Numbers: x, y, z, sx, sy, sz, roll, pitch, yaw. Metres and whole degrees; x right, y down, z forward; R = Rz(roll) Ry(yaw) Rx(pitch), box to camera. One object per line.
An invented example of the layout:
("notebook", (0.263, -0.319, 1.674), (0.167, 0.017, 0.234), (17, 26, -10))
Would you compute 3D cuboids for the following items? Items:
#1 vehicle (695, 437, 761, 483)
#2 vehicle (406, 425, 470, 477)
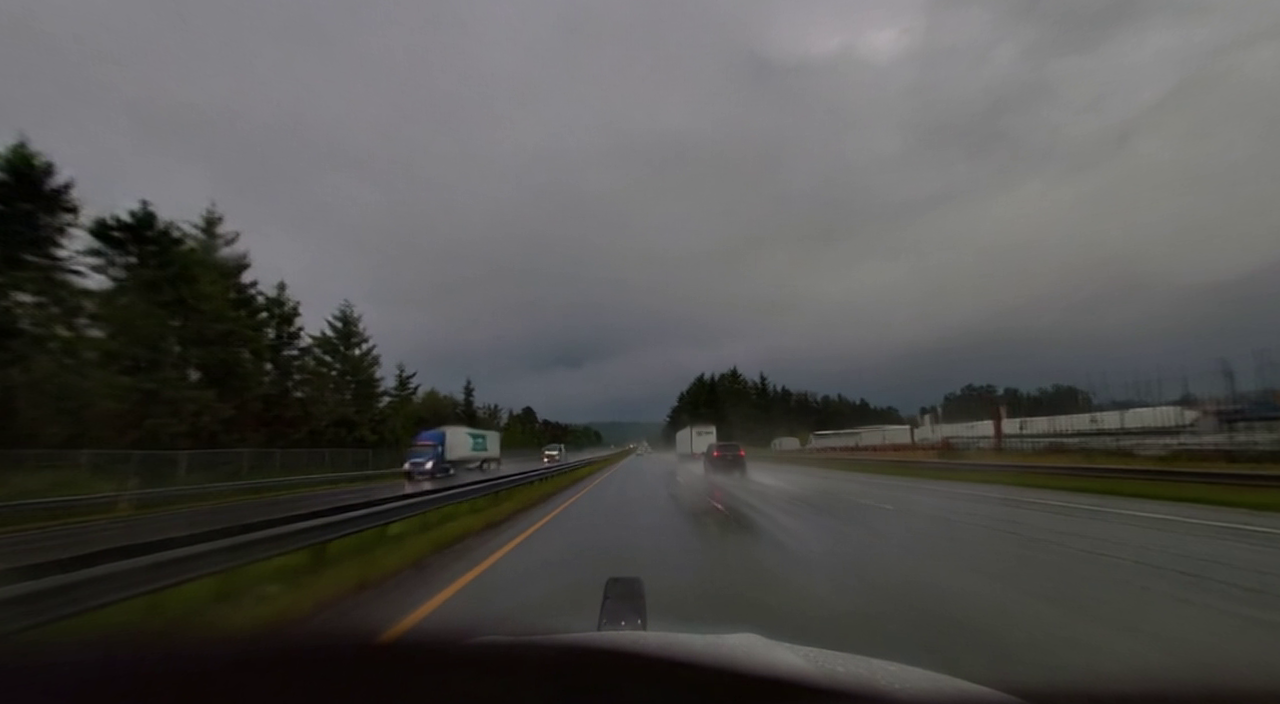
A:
("vehicle", (3.583, 4.517, 26.469), (2.093, 1.742, 4.167), (0, -9, -1))
("vehicle", (-15.752, 7.755, 49.595), (3.060, 3.798, 5.974), (0, -9, -1))
